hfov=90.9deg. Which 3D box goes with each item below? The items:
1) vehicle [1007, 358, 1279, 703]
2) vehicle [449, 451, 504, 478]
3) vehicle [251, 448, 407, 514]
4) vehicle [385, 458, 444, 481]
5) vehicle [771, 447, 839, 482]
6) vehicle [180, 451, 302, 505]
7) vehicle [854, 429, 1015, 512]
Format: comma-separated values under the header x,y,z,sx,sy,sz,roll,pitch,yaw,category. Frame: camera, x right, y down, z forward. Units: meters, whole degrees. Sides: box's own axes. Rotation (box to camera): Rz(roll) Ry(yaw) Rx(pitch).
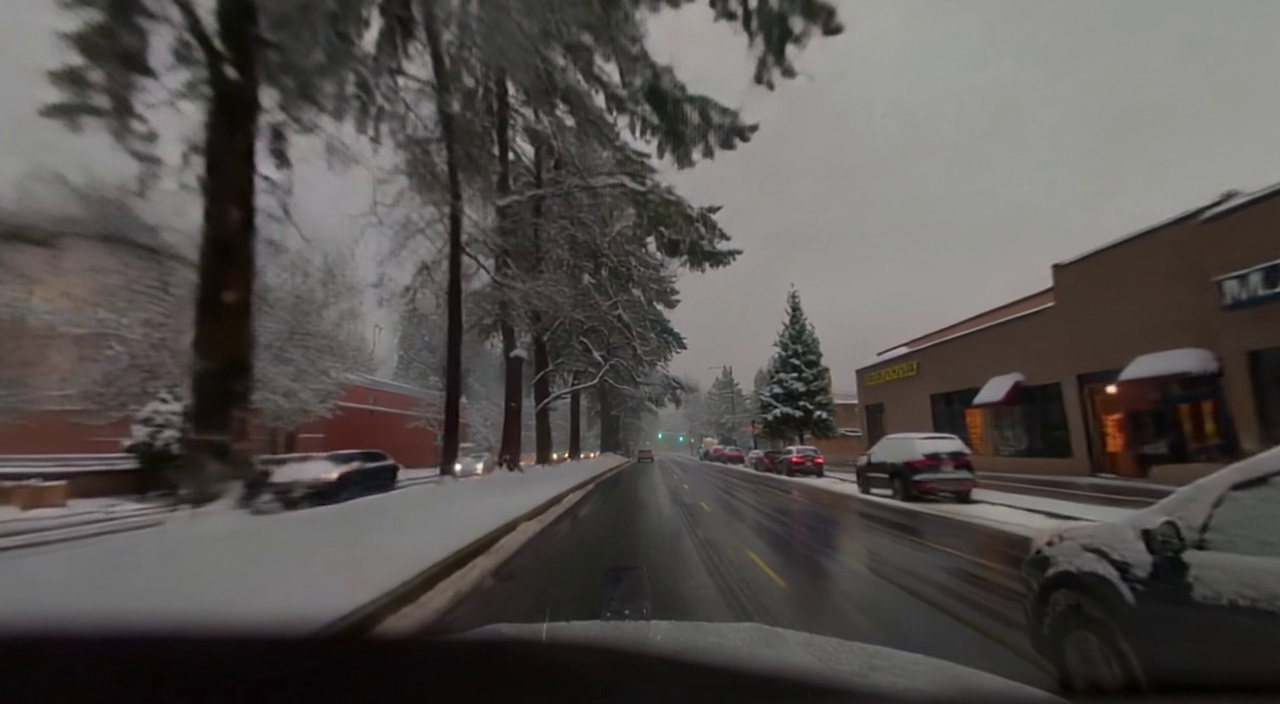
x,y,z,sx,sy,sz,roll,pitch,yaw,category
2.782,0.652,0.977,1.989,1.498,4.050,0,-8,1,vehicle
-9.740,6.720,37.864,1.890,1.482,4.411,-1,-8,4,vehicle
-8.349,3.465,17.505,1.904,1.537,4.618,0,-8,1,vehicle
-16.598,8.614,46.429,3.665,1.559,1.782,7,-11,-39,vehicle
7.516,5.153,29.190,1.874,1.438,4.466,0,-8,-1,vehicle
-15.934,5.015,25.530,1.972,1.898,4.556,0,-8,0,vehicle
7.421,3.013,16.529,2.050,1.838,4.535,0,-8,1,vehicle
